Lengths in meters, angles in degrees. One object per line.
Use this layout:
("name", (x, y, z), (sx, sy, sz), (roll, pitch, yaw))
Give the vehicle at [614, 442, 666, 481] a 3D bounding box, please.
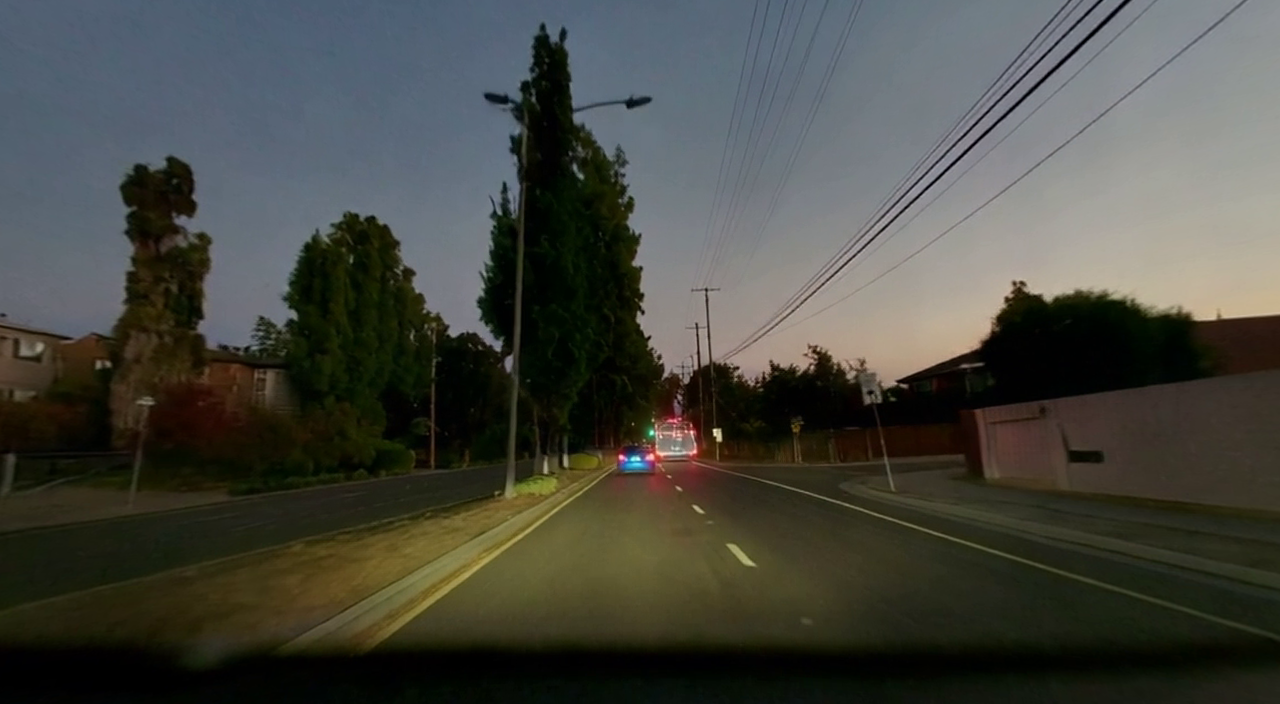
("vehicle", (-0.035, 4.584, 26.673), (2.018, 1.511, 3.993), (0, -8, -1))
